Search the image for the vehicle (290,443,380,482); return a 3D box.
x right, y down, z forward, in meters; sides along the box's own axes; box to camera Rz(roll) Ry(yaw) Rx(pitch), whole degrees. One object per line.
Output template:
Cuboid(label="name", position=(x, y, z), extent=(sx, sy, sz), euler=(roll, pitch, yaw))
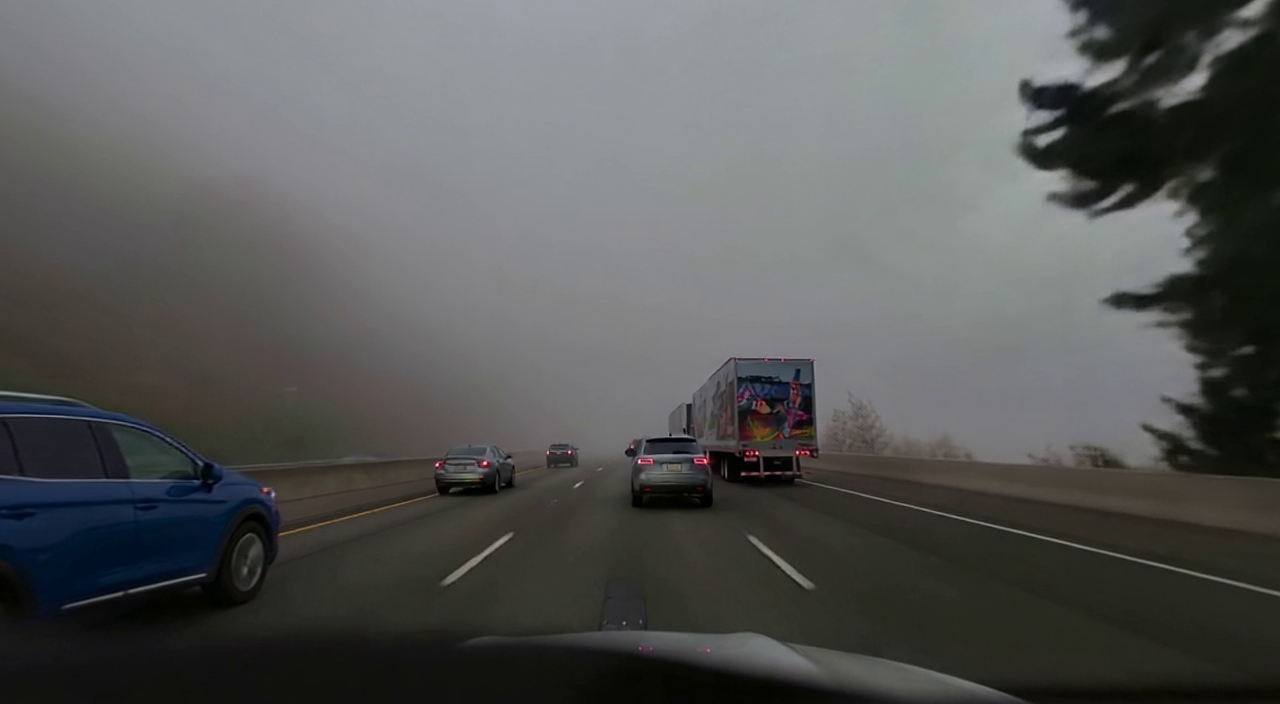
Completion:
Cuboid(label="vehicle", position=(-12.512, 4.575, 26.128), extent=(1.751, 1.440, 3.900), euler=(-2, -10, 0))

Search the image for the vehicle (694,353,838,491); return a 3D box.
Cuboid(label="vehicle", position=(4.330, 3.060, 25.773), extent=(2.828, 4.081, 14.220), euler=(0, -8, -1))

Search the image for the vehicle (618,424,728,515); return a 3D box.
Cuboid(label="vehicle", position=(0.589, 2.414, 13.382), extent=(2.017, 1.662, 3.543), euler=(0, -8, -1))

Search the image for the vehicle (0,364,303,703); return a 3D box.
Cuboid(label="vehicle", position=(-4.085, 0.965, 3.479), extent=(1.983, 1.666, 4.452), euler=(0, -8, 0))

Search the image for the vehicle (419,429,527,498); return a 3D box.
Cuboid(label="vehicle", position=(-4.361, 2.953, 17.067), extent=(1.905, 1.642, 3.803), euler=(0, -8, 0))

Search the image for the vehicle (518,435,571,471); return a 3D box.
Cuboid(label="vehicle", position=(-4.750, 5.108, 31.990), extent=(2.014, 1.683, 4.275), euler=(0, -8, 0))
